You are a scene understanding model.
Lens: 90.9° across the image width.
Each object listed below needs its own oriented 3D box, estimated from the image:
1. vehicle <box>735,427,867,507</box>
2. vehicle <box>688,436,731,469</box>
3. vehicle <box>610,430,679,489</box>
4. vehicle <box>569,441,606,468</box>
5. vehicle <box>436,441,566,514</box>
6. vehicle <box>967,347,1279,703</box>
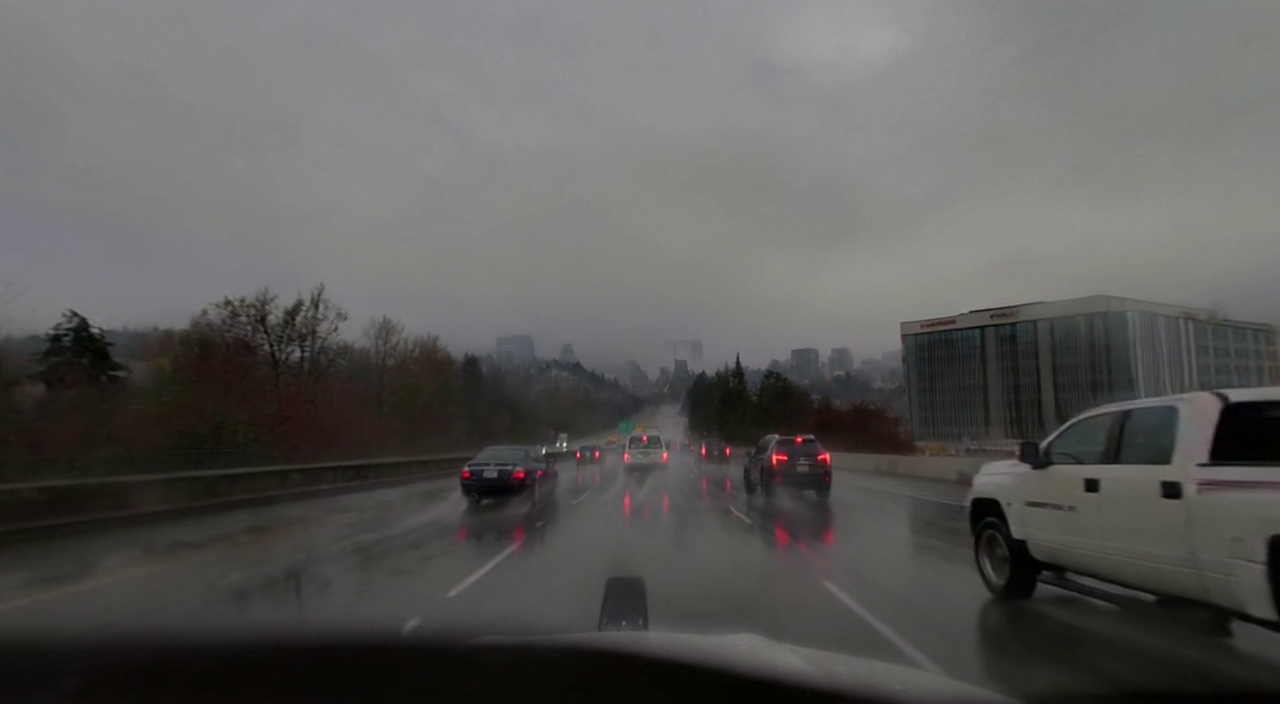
[{"bbox_3d":[3.774,2.780,15.700,2.094,1.676,4.309,0,-8,-1],"label":"vehicle"},{"bbox_3d":[4.089,5.935,37.517,2.039,1.832,3.989,0,-8,-1],"label":"vehicle"},{"bbox_3d":[0.145,3.694,21.979,2.153,1.805,4.631,0,-8,0],"label":"vehicle"},{"bbox_3d":[-3.395,6.764,41.729,1.951,1.694,4.188,-1,-8,2],"label":"vehicle"},{"bbox_3d":[-3.109,2.917,15.319,1.965,1.443,4.968,0,-8,1],"label":"vehicle"},{"bbox_3d":[3.872,0.879,3.078,2.156,1.701,4.494,0,-8,1],"label":"vehicle"}]
